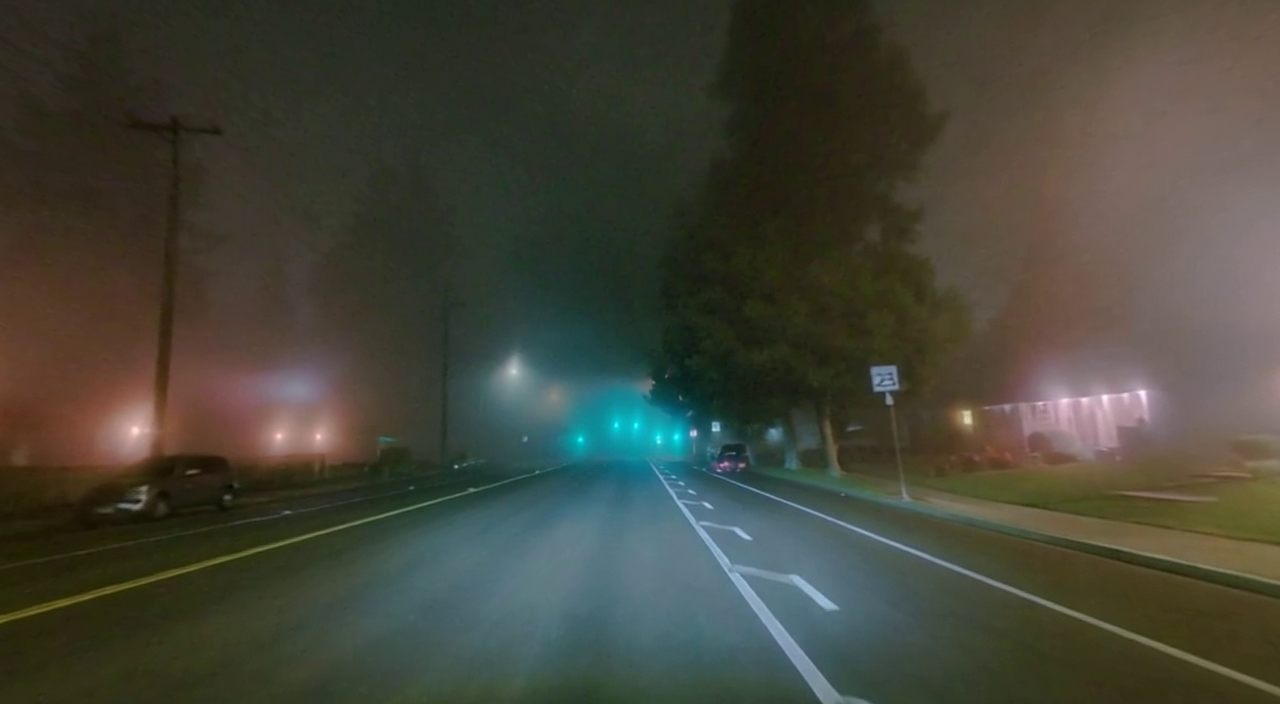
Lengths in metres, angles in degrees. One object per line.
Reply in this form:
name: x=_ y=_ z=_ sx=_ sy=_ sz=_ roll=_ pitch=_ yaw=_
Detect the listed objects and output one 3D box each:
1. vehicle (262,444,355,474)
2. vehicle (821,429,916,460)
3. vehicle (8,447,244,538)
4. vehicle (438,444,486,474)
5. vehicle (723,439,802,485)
vehicle: x=-20.623 y=6.657 z=39.461 sx=4.615 sy=1.636 sz=2.052 roll=2 pitch=-8 yaw=4
vehicle: x=13.417 y=5.461 z=37.291 sx=4.852 sy=1.760 sz=1.999 roll=0 pitch=-9 yaw=5
vehicle: x=-12.387 y=3.342 z=15.808 sx=2.034 sy=1.646 sz=4.808 roll=-4 pitch=-7 yaw=-2
vehicle: x=-12.576 y=7.563 z=44.917 sx=2.129 sy=1.756 sz=4.574 roll=-2 pitch=-7 yaw=0
vehicle: x=4.452 y=4.127 z=23.824 sx=2.000 sy=1.520 sz=4.943 roll=0 pitch=-9 yaw=0
